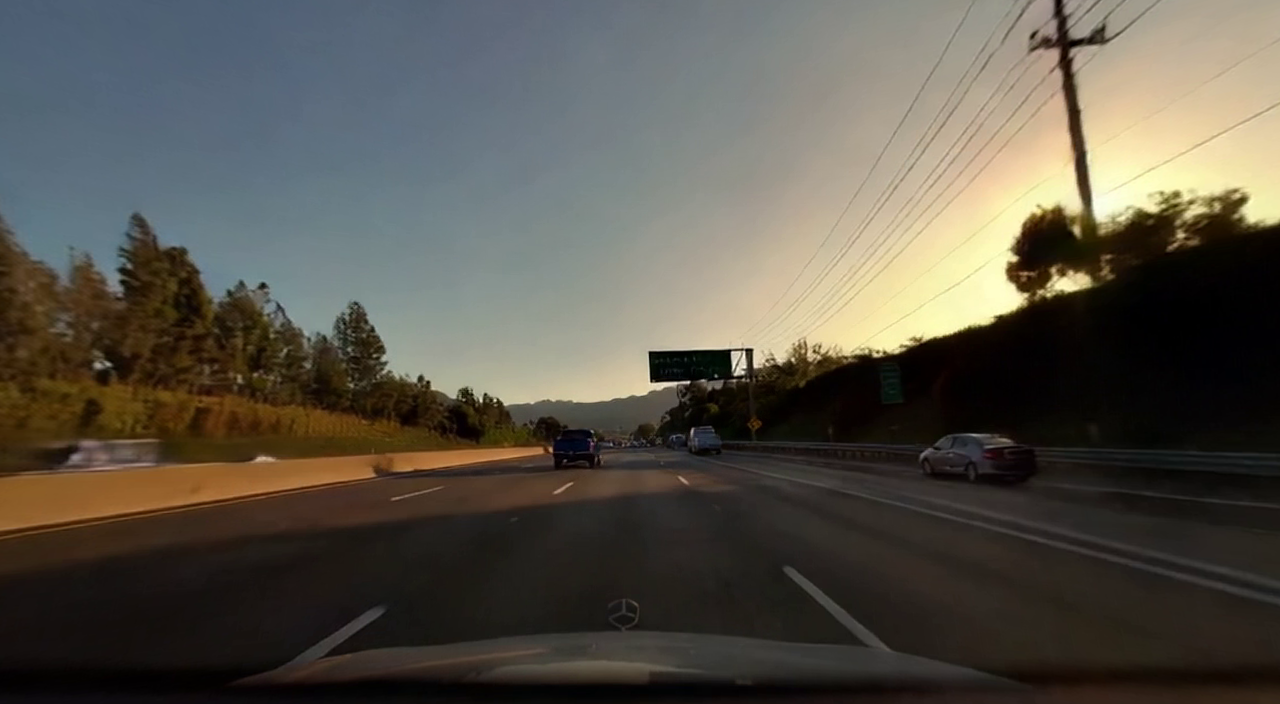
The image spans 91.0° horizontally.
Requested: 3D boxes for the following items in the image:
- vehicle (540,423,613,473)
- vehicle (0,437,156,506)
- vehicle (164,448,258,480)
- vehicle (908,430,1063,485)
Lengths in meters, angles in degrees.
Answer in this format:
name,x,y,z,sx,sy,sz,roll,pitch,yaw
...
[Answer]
name,x,y,z,sx,sy,sz,roll,pitch,yaw
vehicle,-2.721,4.391,28.848,2.508,2.023,6.176,0,-8,2
vehicle,-17.888,3.507,19.012,2.245,1.774,5.296,0,-8,1
vehicle,-23.839,6.209,35.239,1.997,1.671,4.543,0,-8,1
vehicle,10.344,3.187,19.381,2.076,1.470,4.644,0,-8,-1
